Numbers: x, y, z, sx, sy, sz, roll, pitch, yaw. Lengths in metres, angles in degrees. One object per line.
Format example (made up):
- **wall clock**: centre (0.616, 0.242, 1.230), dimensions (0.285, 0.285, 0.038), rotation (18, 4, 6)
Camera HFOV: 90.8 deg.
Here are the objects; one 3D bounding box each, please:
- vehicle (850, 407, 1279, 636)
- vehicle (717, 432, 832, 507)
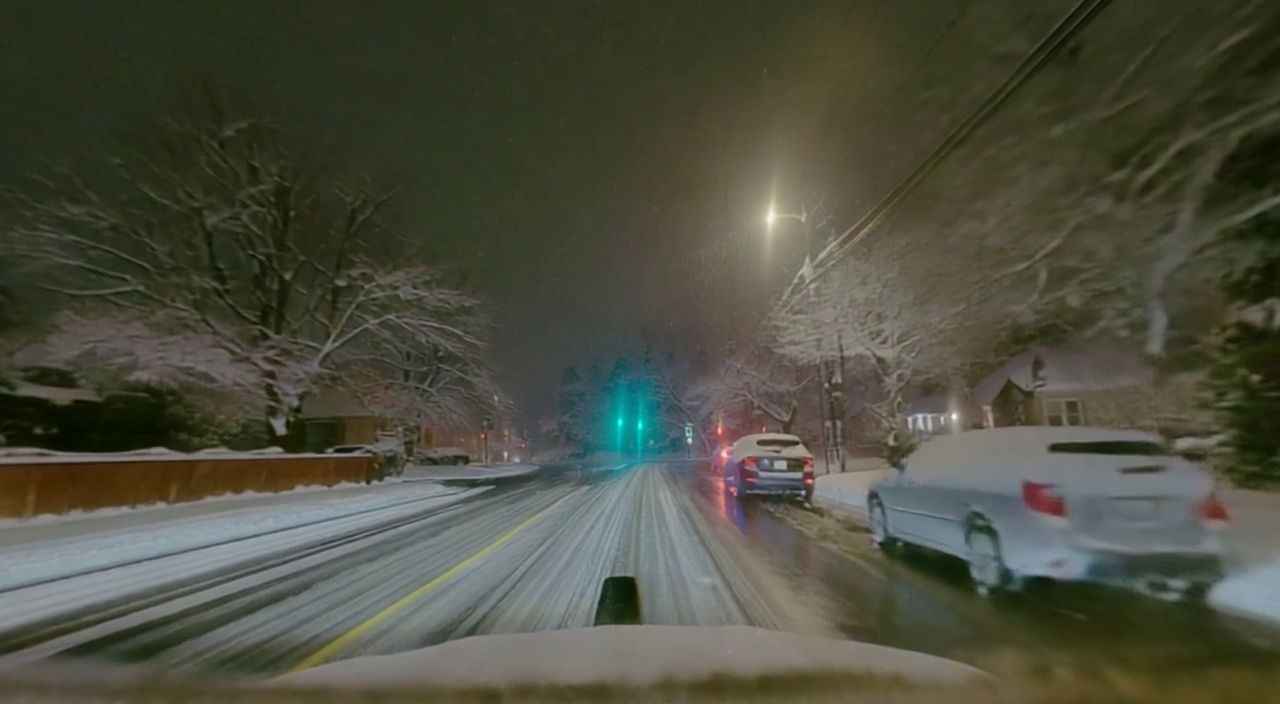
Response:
- **vehicle**: centre (4.109, 1.529, 6.828), dimensions (2.043, 1.585, 4.687), rotation (0, -8, 0)
- **vehicle**: centre (3.183, 2.887, 15.980), dimensions (2.037, 1.595, 4.536), rotation (0, -8, 2)
